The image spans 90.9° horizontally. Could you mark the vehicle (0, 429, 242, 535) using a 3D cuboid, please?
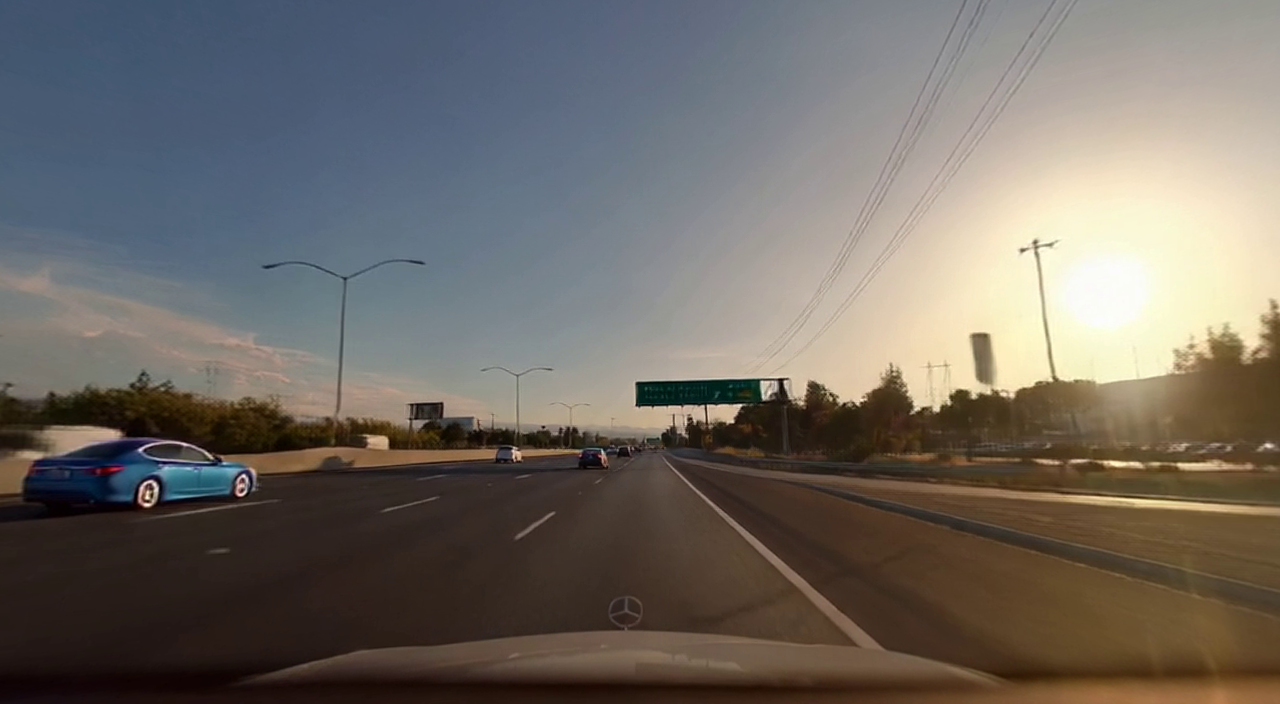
[{"bbox_3d":[-9.966,2.245,11.623,2.002,1.526,4.822,0,-8,2],"label":"vehicle"}]

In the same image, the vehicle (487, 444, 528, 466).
[{"bbox_3d":[-9.340,7.296,44.798,1.930,1.490,3.955,0,-8,2],"label":"vehicle"}]

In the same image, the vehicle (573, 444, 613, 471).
[{"bbox_3d":[-2.828,6.400,38.531,2.050,1.479,4.342,0,-8,1],"label":"vehicle"}]
